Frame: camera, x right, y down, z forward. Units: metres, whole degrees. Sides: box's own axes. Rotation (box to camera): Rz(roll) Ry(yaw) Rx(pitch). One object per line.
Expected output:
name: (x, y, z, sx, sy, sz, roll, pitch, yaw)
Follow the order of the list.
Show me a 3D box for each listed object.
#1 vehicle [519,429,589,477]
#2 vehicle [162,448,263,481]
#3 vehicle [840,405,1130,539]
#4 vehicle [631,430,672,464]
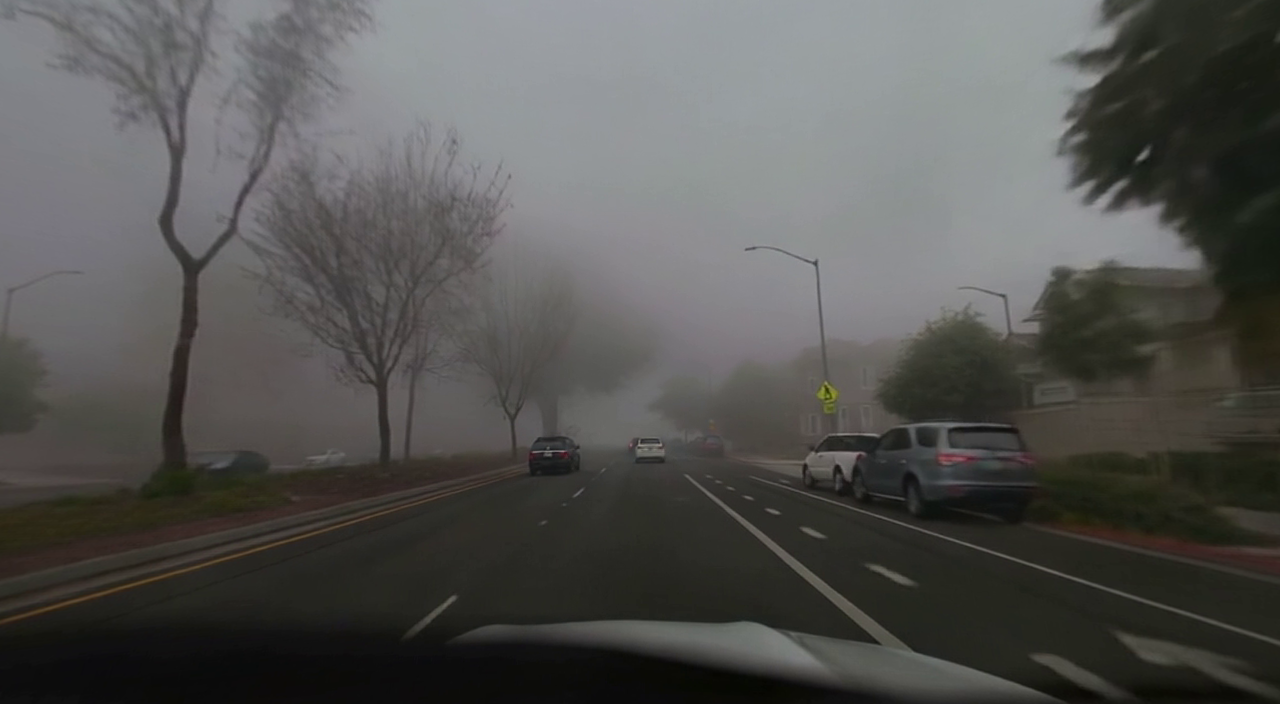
vehicle: (-3.436, 4.167, 26.172, 2.233, 1.775, 4.491, 0, -8, 1)
vehicle: (-19.750, 5.176, 29.435, 1.739, 1.397, 4.268, 0, -8, 0)
vehicle: (5.804, 2.118, 11.859, 2.217, 1.874, 5.660, 0, -8, 0)
vehicle: (0.661, 5.714, 38.041, 2.273, 1.851, 5.075, 0, -8, 0)
